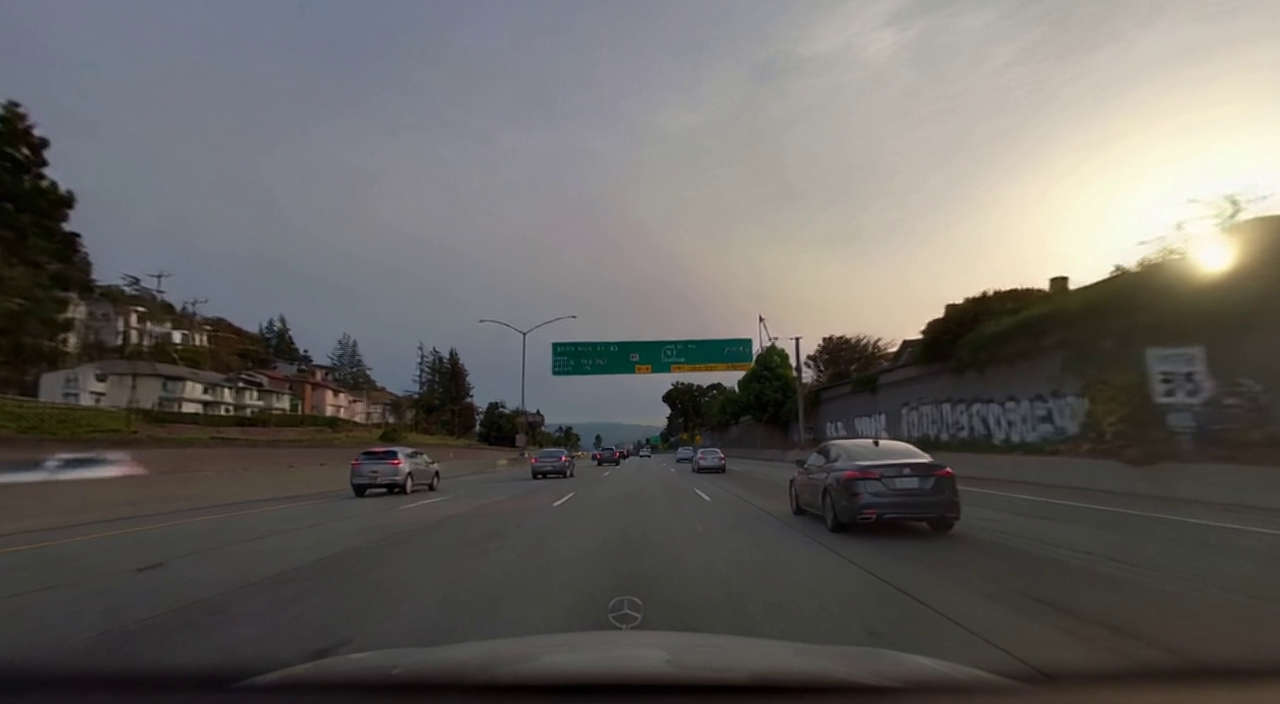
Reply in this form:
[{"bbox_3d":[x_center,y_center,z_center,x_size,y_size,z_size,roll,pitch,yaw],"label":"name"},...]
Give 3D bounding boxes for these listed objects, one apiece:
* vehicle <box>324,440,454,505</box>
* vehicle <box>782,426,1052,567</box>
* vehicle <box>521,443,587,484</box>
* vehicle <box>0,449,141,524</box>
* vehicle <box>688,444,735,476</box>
[{"bbox_3d":[-7.317,3.522,18.943,2.057,1.681,4.277,-1,-8,1],"label":"vehicle"},{"bbox_3d":[3.518,1.902,9.092,1.912,1.509,4.291,0,-8,0],"label":"vehicle"},{"bbox_3d":[-3.558,4.680,26.836,2.136,1.571,4.285,0,-8,1],"label":"vehicle"},{"bbox_3d":[-15.539,3.270,15.668,2.061,1.684,5.044,-1,-8,1],"label":"vehicle"},{"bbox_3d":[3.458,5.309,31.168,1.854,1.438,3.954,0,-8,0],"label":"vehicle"}]
